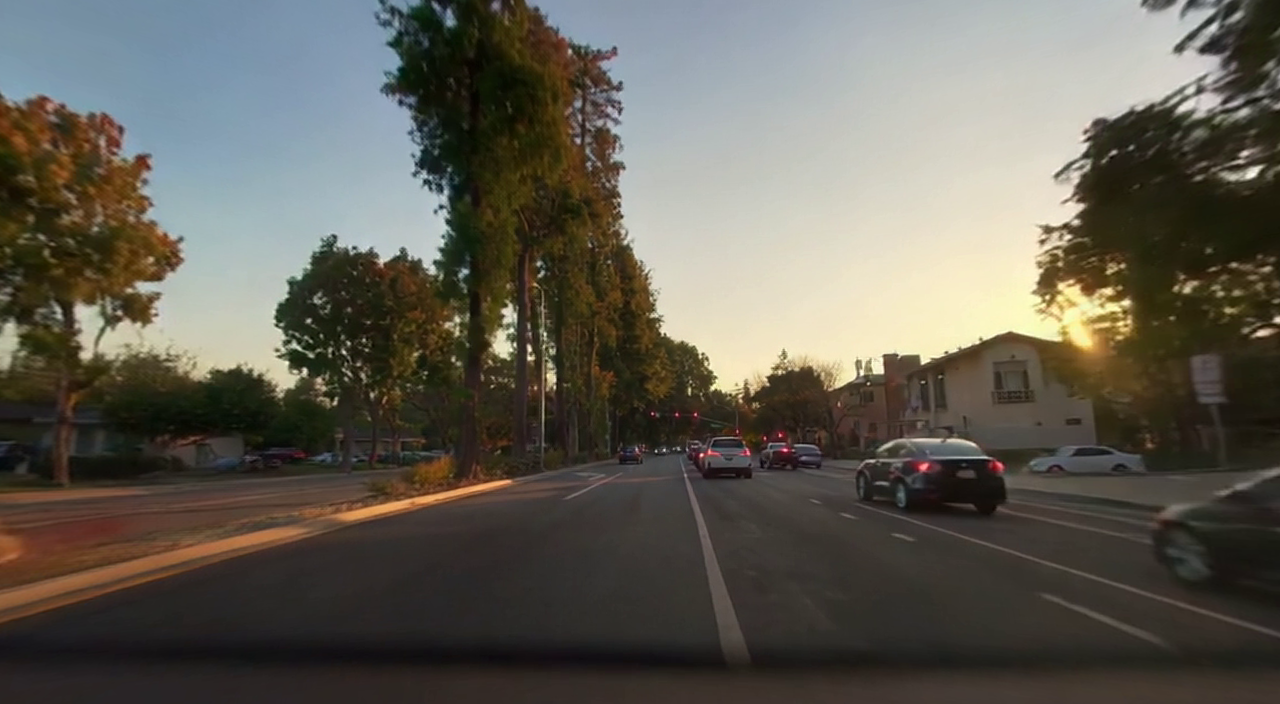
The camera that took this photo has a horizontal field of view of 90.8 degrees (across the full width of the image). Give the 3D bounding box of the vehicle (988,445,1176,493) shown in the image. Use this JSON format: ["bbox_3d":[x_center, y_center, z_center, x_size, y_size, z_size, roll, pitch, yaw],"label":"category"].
[{"bbox_3d":[14.678,3.898,21.221,4.755,1.500,1.959,0,-9,2],"label":"vehicle"}]

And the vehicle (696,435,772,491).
[{"bbox_3d":[3.081,3.743,21.643,2.052,1.693,4.554,0,-9,2],"label":"vehicle"}]

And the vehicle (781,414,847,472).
[{"bbox_3d":[7.460,3.955,27.441,1.933,2.309,3.468,-1,-9,2],"label":"vehicle"}]

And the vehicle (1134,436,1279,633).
[{"bbox_3d":[5.785,1.303,4.231,1.915,1.480,3.925,0,-9,4],"label":"vehicle"}]

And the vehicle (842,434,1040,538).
[{"bbox_3d":[5.890,2.598,13.106,1.803,1.754,4.480,1,-8,-1],"label":"vehicle"}]
